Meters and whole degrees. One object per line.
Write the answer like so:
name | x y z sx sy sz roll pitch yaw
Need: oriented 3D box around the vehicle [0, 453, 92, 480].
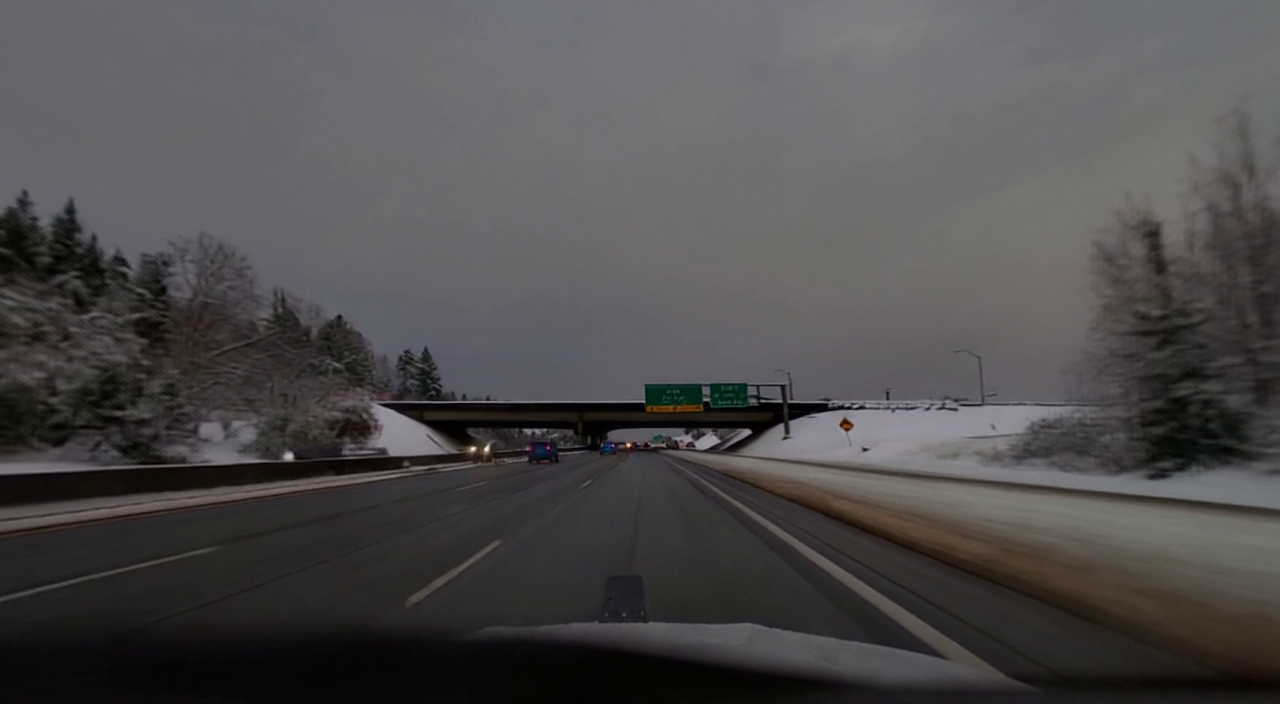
vehicle | -37.182 7.075 39.198 1.896 1.458 4.710 -1 -8 2

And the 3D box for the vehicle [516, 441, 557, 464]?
vehicle | -6.973 6.833 42.991 1.987 1.486 4.174 0 -8 2

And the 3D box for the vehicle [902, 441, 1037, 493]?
vehicle | 10.597 3.688 20.696 2.000 1.515 4.188 0 -8 -3

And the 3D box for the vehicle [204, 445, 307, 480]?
vehicle | -17.469 5.007 28.957 1.849 1.463 4.400 0 -8 2
